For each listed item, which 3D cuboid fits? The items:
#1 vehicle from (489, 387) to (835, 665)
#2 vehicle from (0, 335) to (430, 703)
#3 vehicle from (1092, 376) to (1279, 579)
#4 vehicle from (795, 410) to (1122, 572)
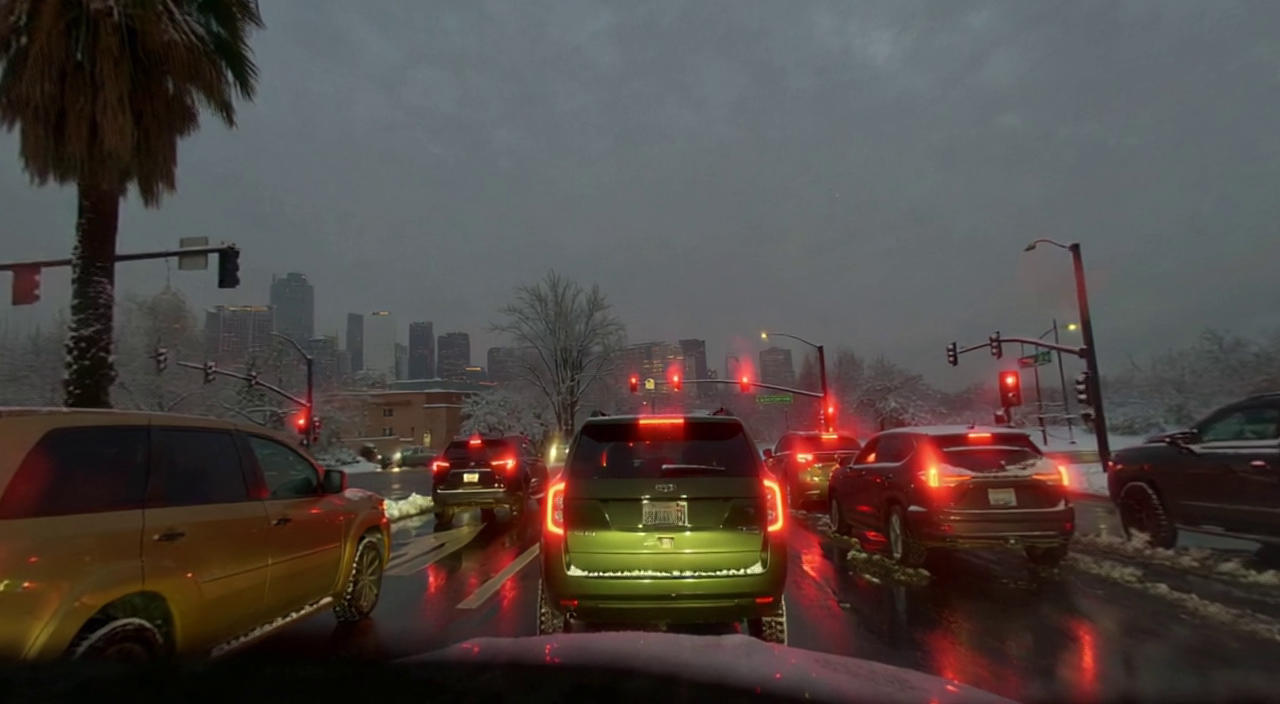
[{"bbox_3d":[0.166,1.376,6.016,2.123,1.704,4.128,0,-9,1],"label":"vehicle"},{"bbox_3d":[-3.156,1.086,3.899,2.171,1.702,4.416,0,-9,0],"label":"vehicle"},{"bbox_3d":[7.294,1.135,5.560,2.337,1.925,5.728,0,-9,1],"label":"vehicle"},{"bbox_3d":[4.020,1.856,9.289,2.072,1.704,5.170,0,-9,-1],"label":"vehicle"}]
